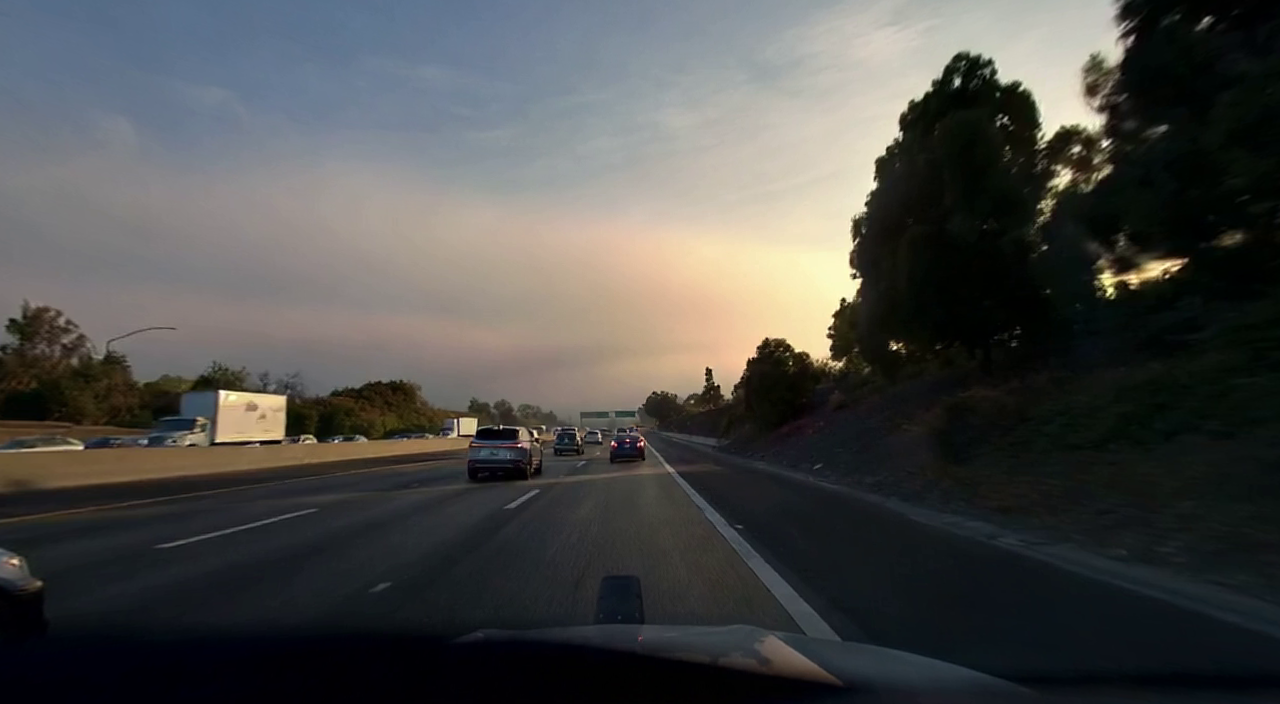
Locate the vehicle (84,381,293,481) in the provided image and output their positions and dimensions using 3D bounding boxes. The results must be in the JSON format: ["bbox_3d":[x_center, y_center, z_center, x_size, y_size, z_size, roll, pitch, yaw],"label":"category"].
[{"bbox_3d":[-15.994,2.912,23.071,2.656,3.091,6.666,0,-8,0],"label":"vehicle"}]

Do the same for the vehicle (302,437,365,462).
[{"bbox_3d":[-19.582,6.211,40.420,1.864,1.483,4.219,0,-8,1],"label":"vehicle"}]

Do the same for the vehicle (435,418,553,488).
[{"bbox_3d":[-3.872,2.773,17.632,2.154,1.690,4.595,0,-8,1],"label":"vehicle"}]

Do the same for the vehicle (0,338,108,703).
[{"bbox_3d":[-3.839,0.575,1.068,2.107,1.703,4.274,0,-8,0],"label":"vehicle"}]

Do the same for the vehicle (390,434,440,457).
[{"bbox_3d":[-15.684,6.496,44.058,1.982,1.516,4.137,0,-8,1],"label":"vehicle"}]

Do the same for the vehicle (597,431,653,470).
[{"bbox_3d":[-0.560,3.940,25.447,2.070,1.452,3.834,0,-8,0],"label":"vehicle"}]
